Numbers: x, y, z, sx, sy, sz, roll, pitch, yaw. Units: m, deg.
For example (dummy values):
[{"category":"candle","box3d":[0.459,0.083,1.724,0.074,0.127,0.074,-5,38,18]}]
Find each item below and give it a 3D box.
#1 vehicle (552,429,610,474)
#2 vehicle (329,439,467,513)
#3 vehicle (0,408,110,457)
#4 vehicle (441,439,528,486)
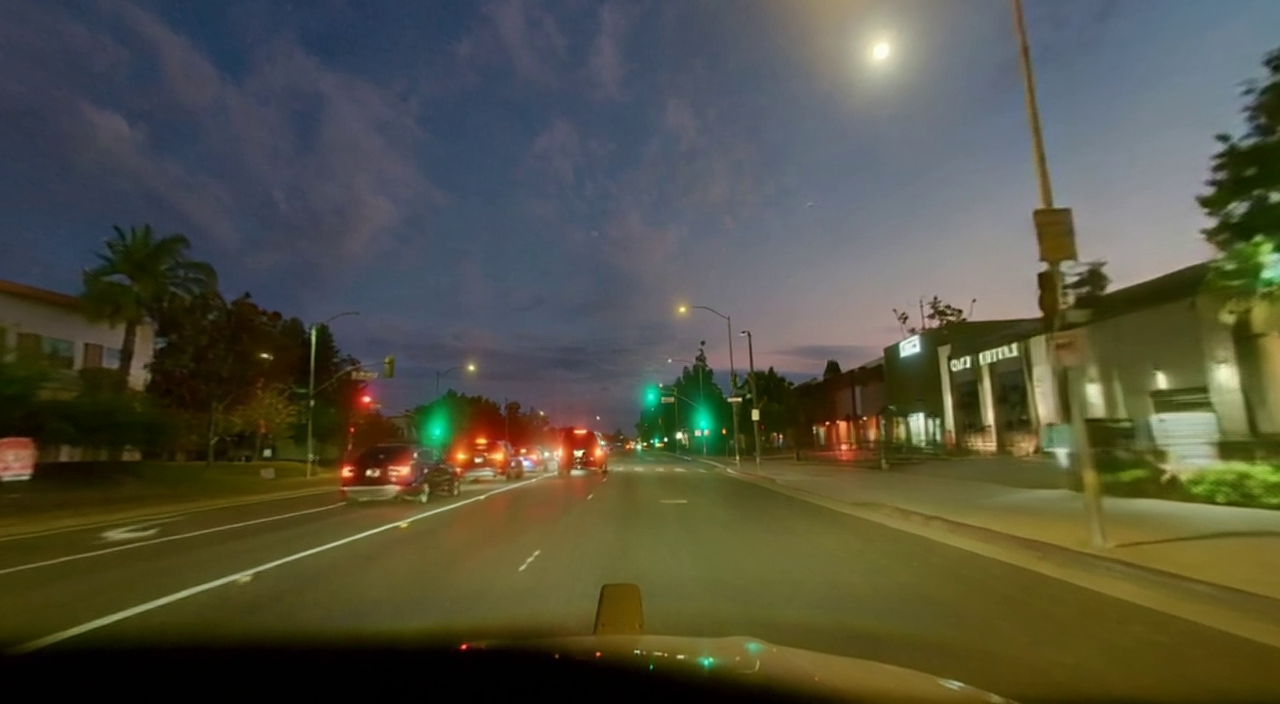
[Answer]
[{"category":"vehicle","box3d":[-2.991,5.245,33.386,2.496,2.155,5.468,0,-8,0]},{"category":"vehicle","box3d":[-5.698,2.927,15.388,1.889,1.572,3.599,0,-8,0]},{"category":"vehicle","box3d":[-25.624,3.518,27.450,3.572,2.012,1.872,-1,-8,6]},{"category":"vehicle","box3d":[-5.973,4.306,24.922,2.228,1.652,4.593,0,-8,0]}]
